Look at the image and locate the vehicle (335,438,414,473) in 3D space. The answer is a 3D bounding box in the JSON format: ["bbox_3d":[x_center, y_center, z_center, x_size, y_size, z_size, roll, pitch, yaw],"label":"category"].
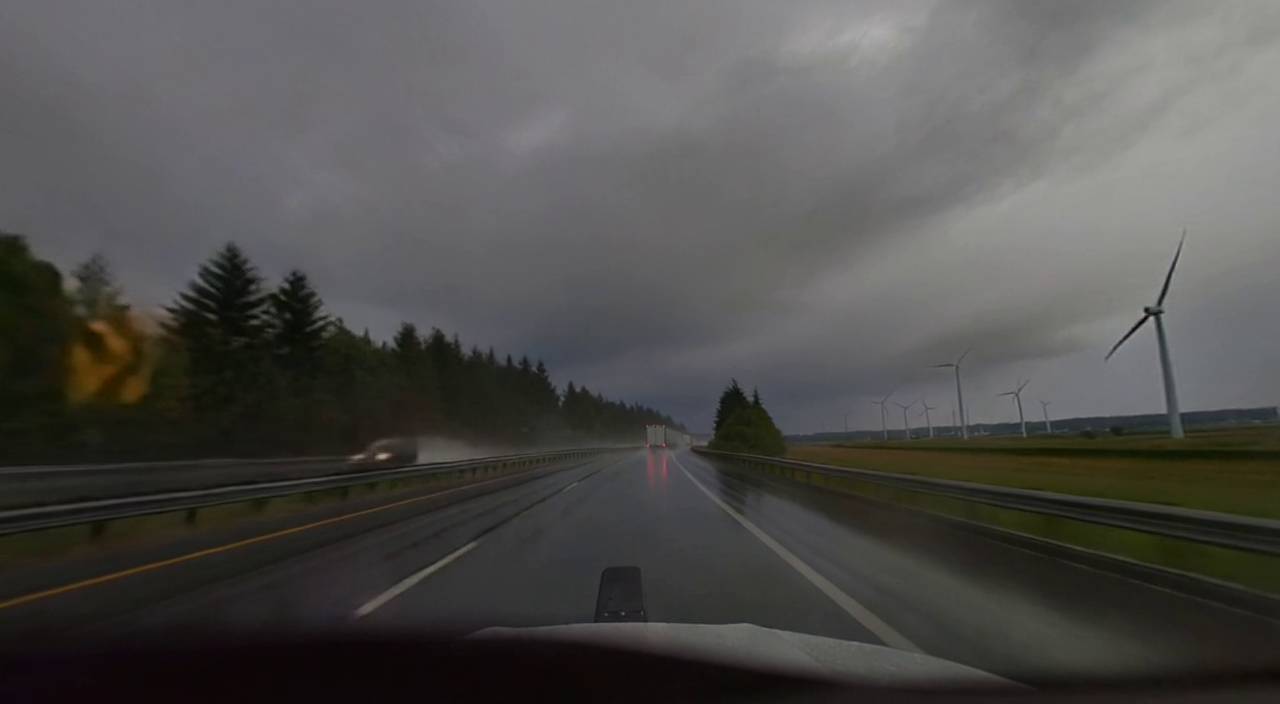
[{"bbox_3d":[-12.978,5.106,31.155,1.957,1.611,4.361,0,-9,1],"label":"vehicle"}]
